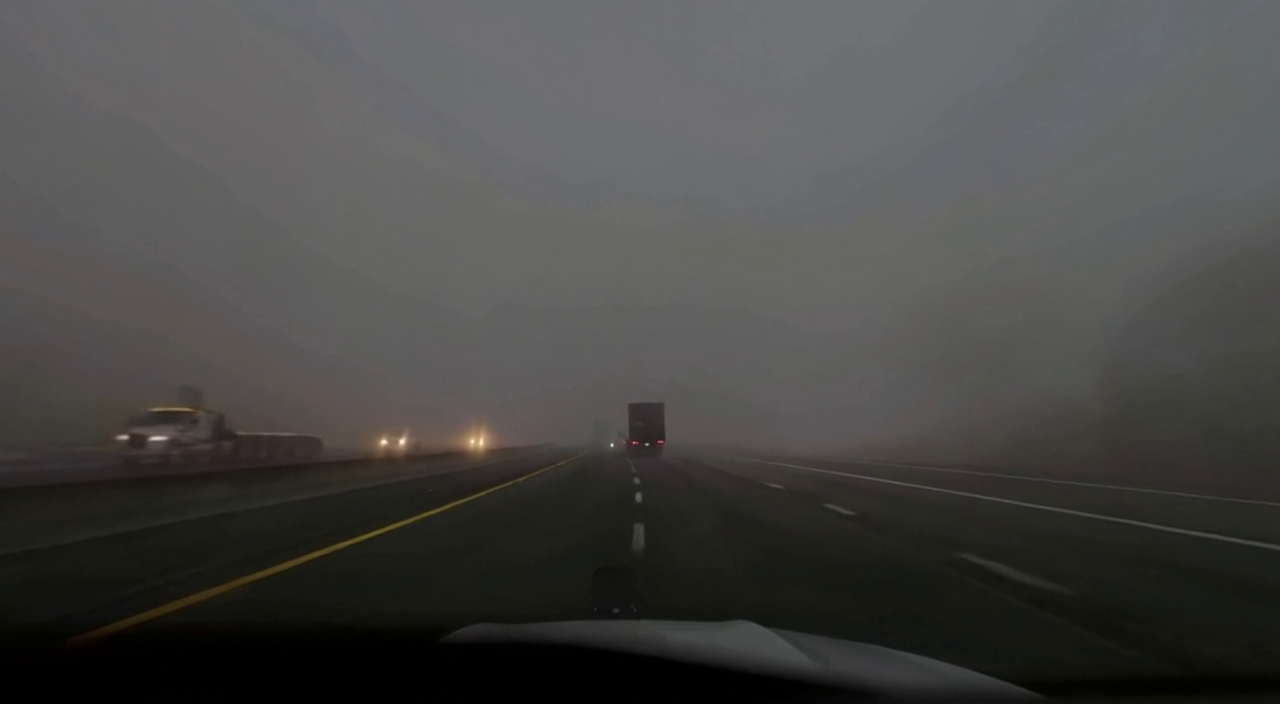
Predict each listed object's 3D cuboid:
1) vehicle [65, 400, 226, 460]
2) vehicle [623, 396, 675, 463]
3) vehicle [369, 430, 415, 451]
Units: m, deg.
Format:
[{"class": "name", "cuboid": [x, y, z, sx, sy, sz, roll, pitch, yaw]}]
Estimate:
[{"class": "vehicle", "cuboid": [-22.479, 3.656, 29.122, 2.435, 2.471, 6.167, 0, -8, -1]}, {"class": "vehicle", "cuboid": [0.799, 5.683, 45.319, 3.153, 4.080, 13.081, -1, -8, 2]}, {"class": "vehicle", "cuboid": [-18.769, 6.719, 47.763, 1.810, 1.522, 4.275, 0, -8, -2]}]
